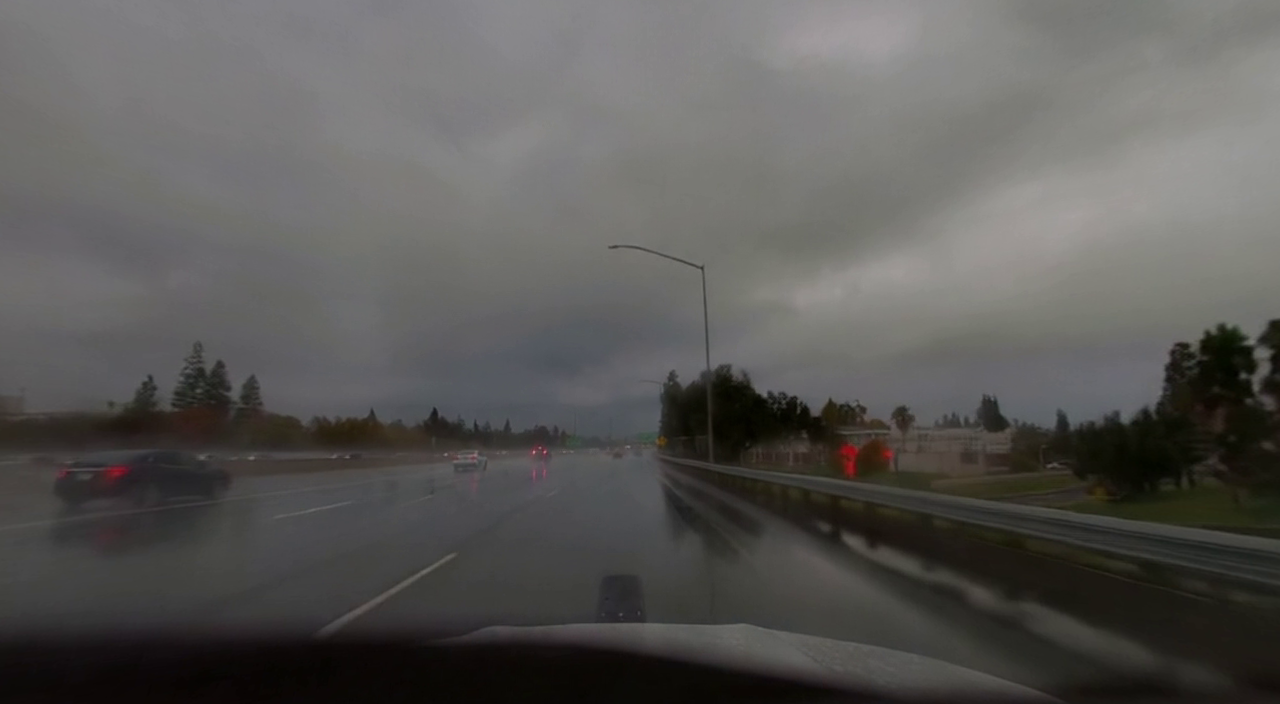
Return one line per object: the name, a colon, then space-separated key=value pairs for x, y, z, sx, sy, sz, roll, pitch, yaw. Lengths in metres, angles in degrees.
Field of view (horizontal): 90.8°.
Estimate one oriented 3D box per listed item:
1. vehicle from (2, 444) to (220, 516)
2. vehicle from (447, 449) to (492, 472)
vehicle: x=-12.952 y=3.109 z=15.955 sx=1.829 sy=1.520 sz=4.505 roll=1 pitch=-9 yaw=-5
vehicle: x=-12.110 y=7.693 z=45.070 sx=2.271 sy=1.537 sz=4.029 roll=0 pitch=-9 yaw=-3
